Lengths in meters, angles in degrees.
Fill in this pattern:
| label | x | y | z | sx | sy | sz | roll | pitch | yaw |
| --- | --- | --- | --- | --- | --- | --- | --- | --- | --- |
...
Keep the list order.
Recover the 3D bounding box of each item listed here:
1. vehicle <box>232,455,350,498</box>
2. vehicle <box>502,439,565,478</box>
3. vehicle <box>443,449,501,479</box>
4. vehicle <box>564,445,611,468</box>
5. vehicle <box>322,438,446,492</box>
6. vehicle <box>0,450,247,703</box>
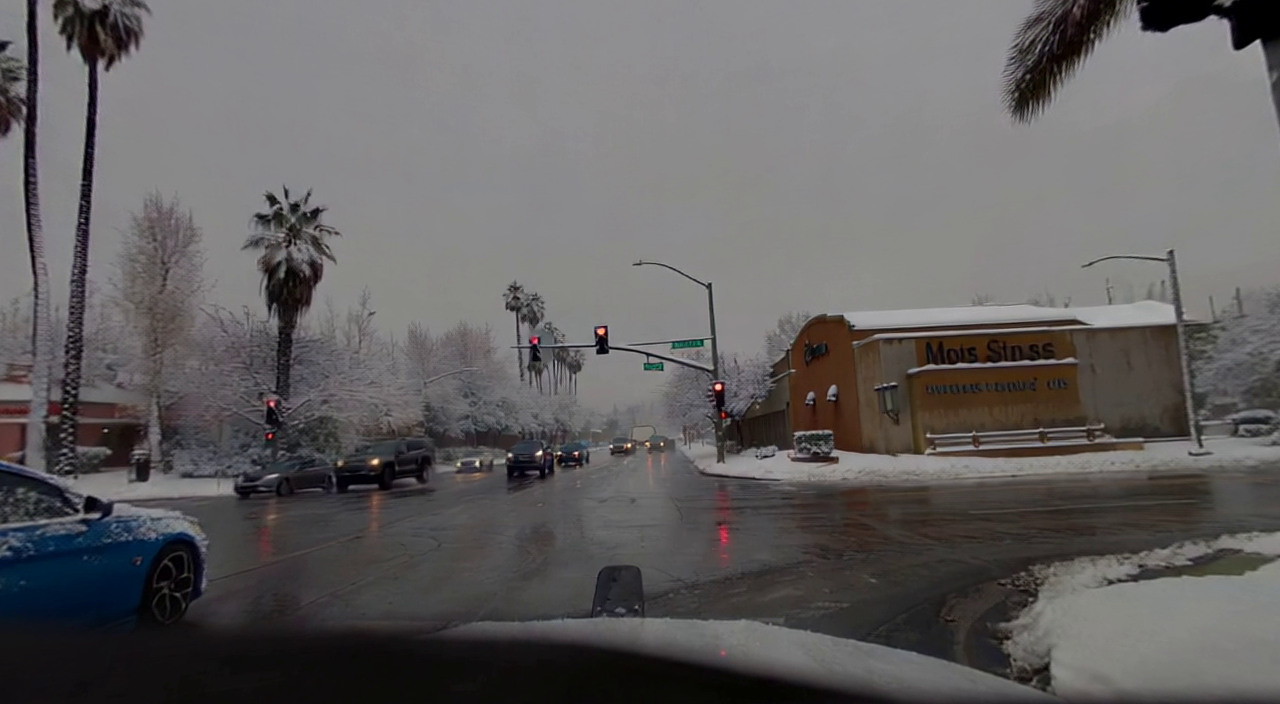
| label | x | y | z | sx | sy | sz | roll | pitch | yaw |
| --- | --- | --- | --- | --- | --- | --- | --- | --- | --- |
| vehicle | -13.299 | 4.748 | 24.427 | 1.880 | 1.440 | 4.418 | -1 | -9 | 3 |
| vehicle | -5.027 | 5.093 | 30.538 | 2.092 | 1.709 | 4.775 | 0 | -9 | 2 |
| vehicle | -10.988 | 7.338 | 41.642 | 1.870 | 1.705 | 4.426 | -7 | -10 | 11 |
| vehicle | -3.513 | 7.078 | 42.935 | 1.839 | 1.468 | 4.549 | -2 | -9 | 13 |
| vehicle | -9.573 | 4.263 | 24.267 | 2.152 | 1.825 | 5.406 | -1 | -9 | 4 |
| vehicle | -3.706 | 1.025 | 2.256 | 1.850 | 1.325 | 4.295 | 0 | -9 | 0 |
